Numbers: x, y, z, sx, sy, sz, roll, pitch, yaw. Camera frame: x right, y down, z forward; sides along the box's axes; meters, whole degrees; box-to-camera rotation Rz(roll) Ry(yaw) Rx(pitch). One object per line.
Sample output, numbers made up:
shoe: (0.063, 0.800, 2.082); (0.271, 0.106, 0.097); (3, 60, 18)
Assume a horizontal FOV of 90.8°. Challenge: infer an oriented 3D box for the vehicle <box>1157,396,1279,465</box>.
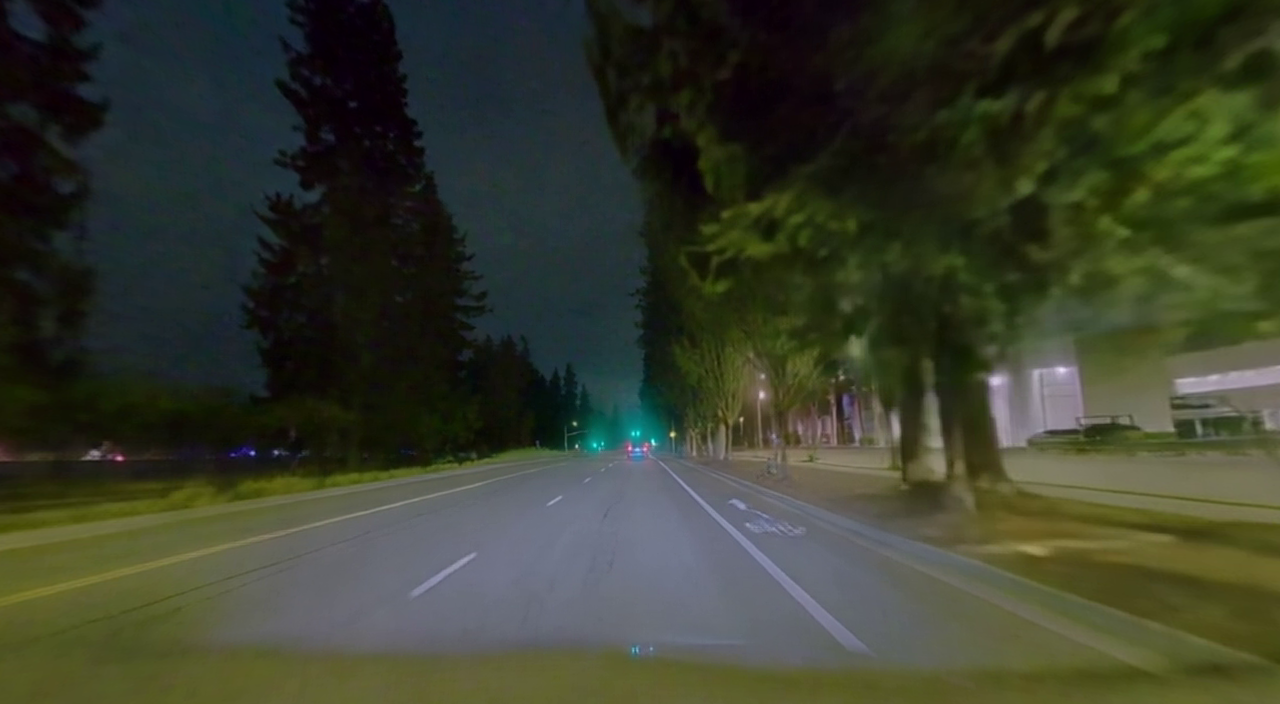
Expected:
vehicle: (46.434, 5.307, 44.415); (17.270, 4.436, 2.904); (-2, -6, 0)
